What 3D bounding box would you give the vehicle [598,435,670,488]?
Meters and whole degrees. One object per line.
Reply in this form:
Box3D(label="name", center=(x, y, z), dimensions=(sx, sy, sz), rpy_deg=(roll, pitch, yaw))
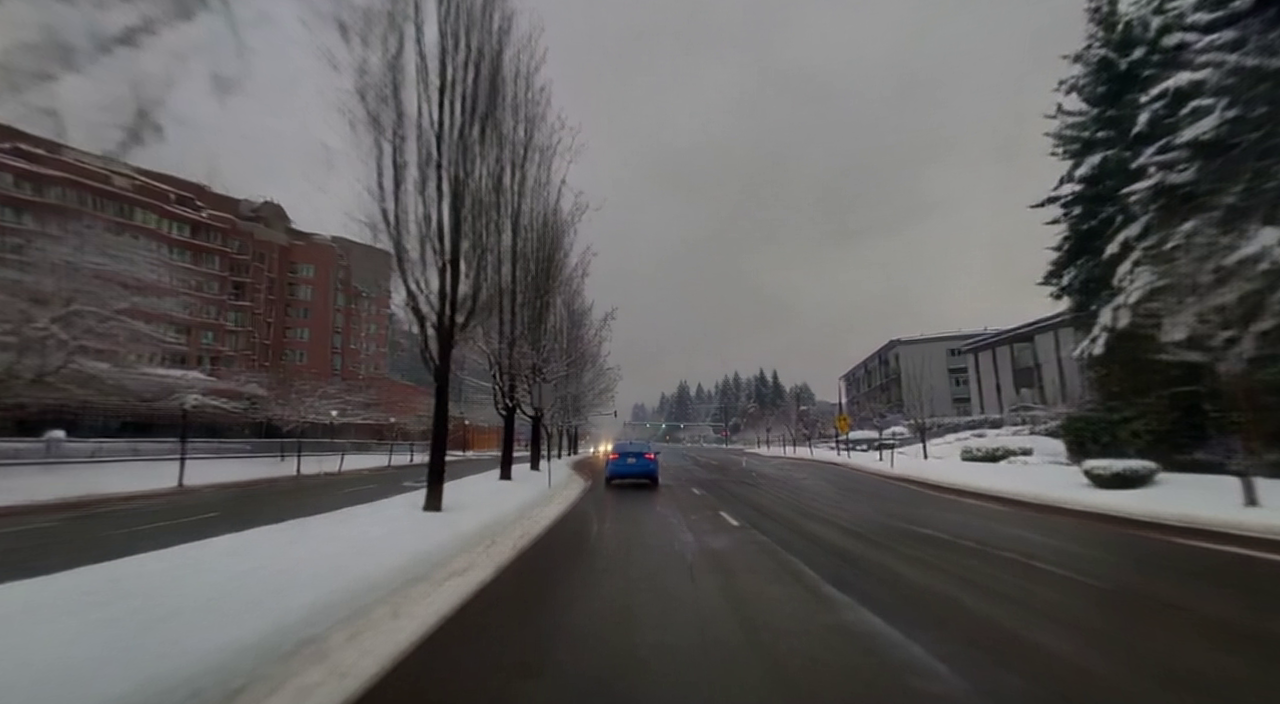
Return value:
Box3D(label="vehicle", center=(-0.294, 3.444, 20.297), dimensions=(2.042, 1.479, 4.601), rpy_deg=(0, -8, -3))
